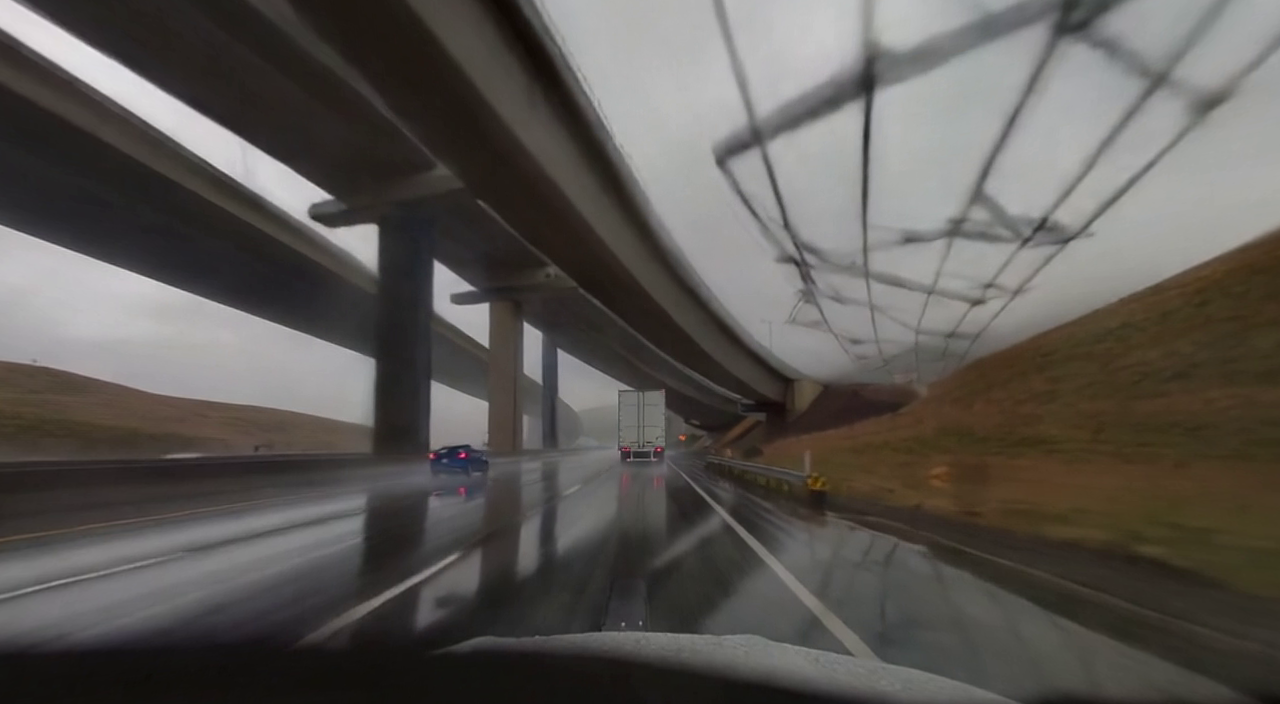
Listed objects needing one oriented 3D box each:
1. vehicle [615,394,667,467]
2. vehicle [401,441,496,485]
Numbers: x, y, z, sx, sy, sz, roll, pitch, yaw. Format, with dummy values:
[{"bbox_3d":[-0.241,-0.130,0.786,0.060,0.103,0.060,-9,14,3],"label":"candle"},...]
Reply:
[{"bbox_3d":[0.106,5.162,40.470,2.866,4.014,11.261,0,-8,1],"label":"vehicle"},{"bbox_3d":[-7.097,4.158,23.950,2.078,1.496,4.563,0,-8,1],"label":"vehicle"}]
